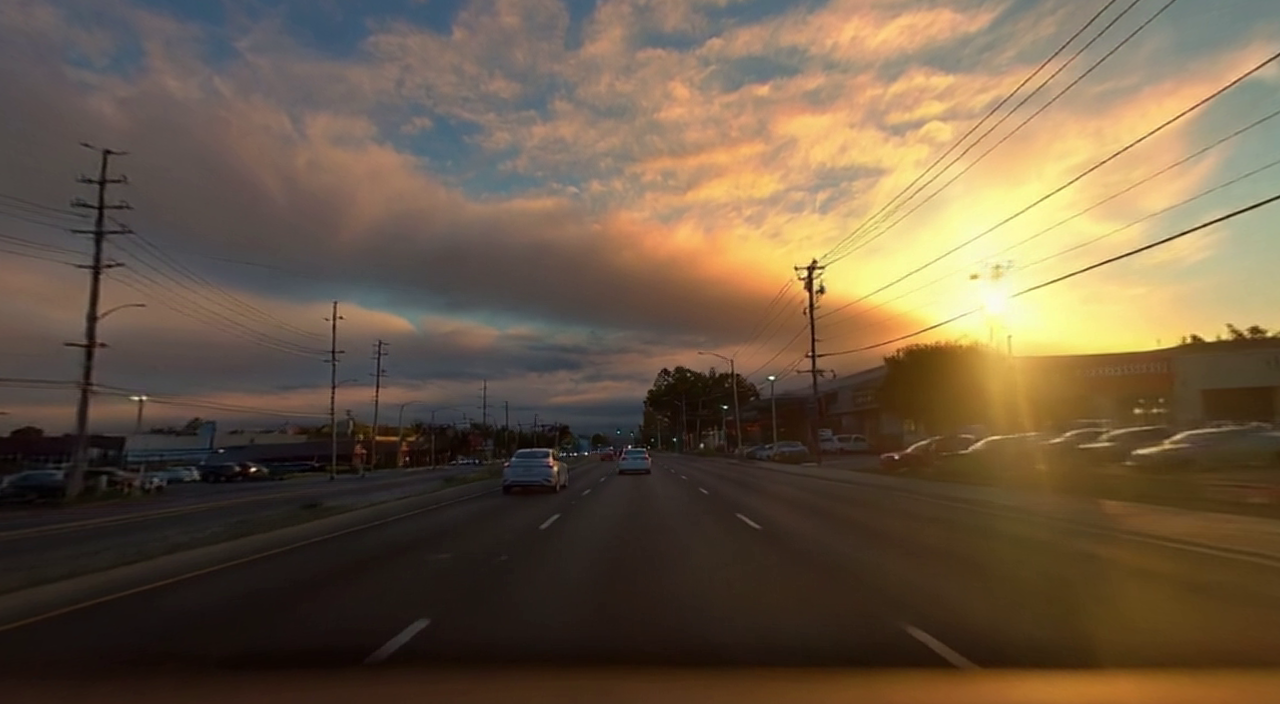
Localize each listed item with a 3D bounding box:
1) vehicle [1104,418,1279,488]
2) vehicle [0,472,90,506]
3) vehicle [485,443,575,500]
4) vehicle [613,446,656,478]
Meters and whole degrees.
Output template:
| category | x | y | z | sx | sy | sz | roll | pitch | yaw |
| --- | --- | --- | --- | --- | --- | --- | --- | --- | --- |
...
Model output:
| category | x | y | z | sx | sy | sz | roll | pitch | yaw |
| --- | --- | --- | --- | --- | --- | --- | --- | --- | --- |
| vehicle | 14.080 | 2.358 | 14.822 | 4.630 | 1.497 | 2.016 | -1 | -9 | 1 |
| vehicle | -30.561 | 6.765 | 31.232 | 4.598 | 1.511 | 2.041 | -1 | -9 | 1 |
| vehicle | -3.205 | 3.573 | 19.221 | 1.939 | 1.496 | 4.309 | 0 | -9 | 0 |
| vehicle | -0.273 | 5.457 | 31.385 | 2.019 | 1.459 | 4.005 | 0 | -9 | -1 |
